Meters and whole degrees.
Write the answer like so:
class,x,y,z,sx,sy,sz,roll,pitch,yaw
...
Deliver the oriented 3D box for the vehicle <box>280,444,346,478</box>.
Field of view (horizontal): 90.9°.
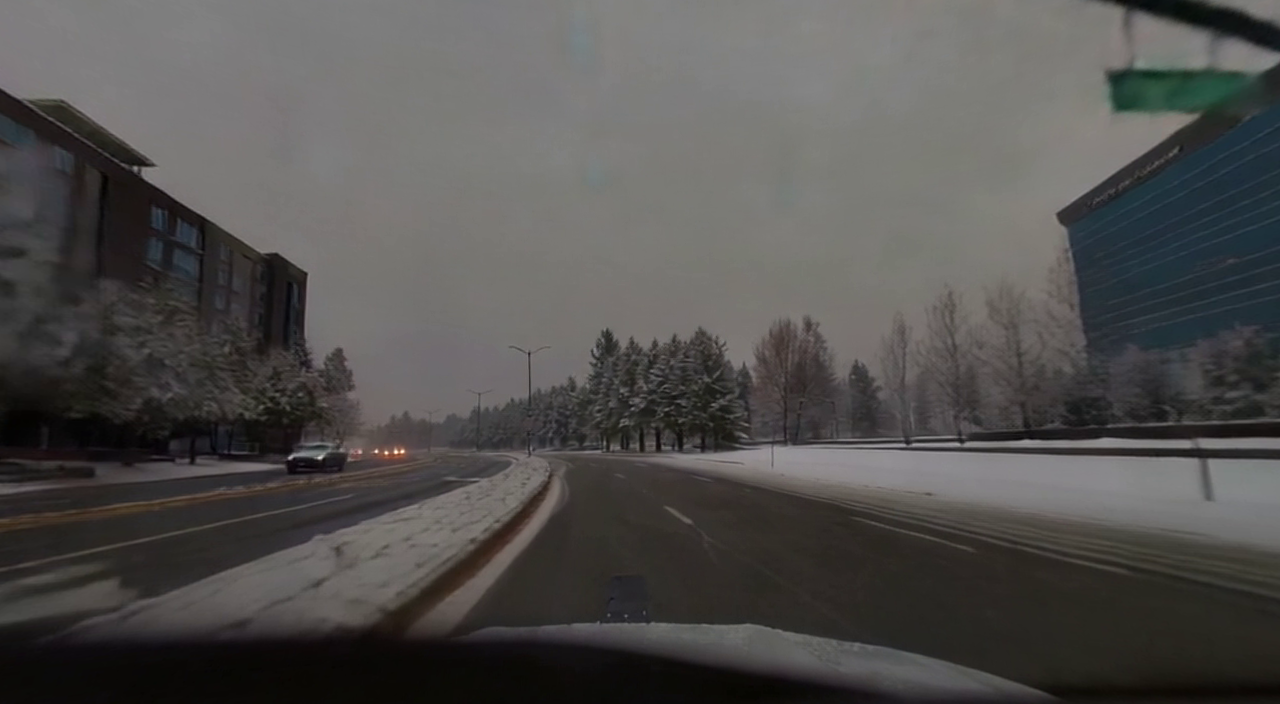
class,x,y,z,sx,sy,sz,roll,pitch,yaw
vehicle,-18.924,6.308,36.742,2.091,1.809,4.550,2,-9,-10
